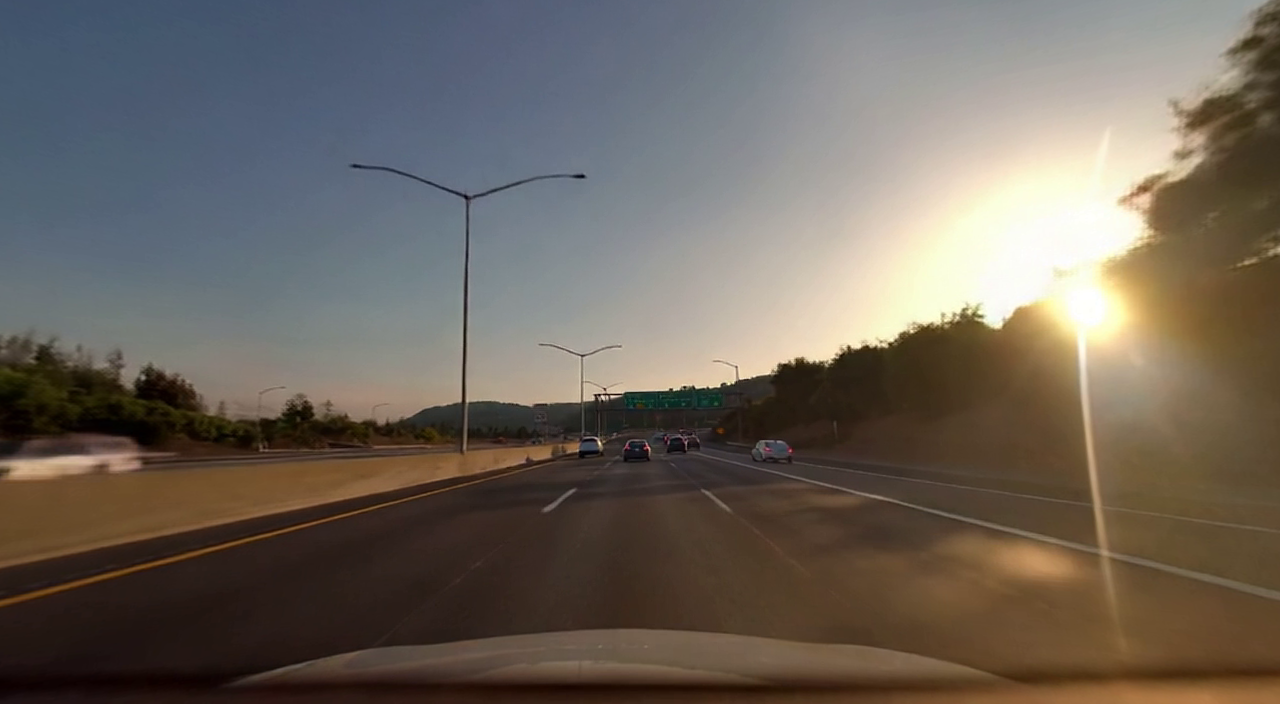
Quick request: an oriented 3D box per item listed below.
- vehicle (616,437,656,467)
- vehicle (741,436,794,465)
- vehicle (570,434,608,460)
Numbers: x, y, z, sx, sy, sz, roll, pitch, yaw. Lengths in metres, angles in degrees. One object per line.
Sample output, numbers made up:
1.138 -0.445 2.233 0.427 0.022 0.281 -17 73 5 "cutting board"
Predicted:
-0.231 5.272 33.509 1.985 1.457 4.227 0 -9 -1 "vehicle"
7.041 5.488 35.268 1.935 1.478 4.433 0 -9 -1 "vehicle"
-3.450 6.518 43.378 2.123 1.661 4.601 0 -9 1 "vehicle"
